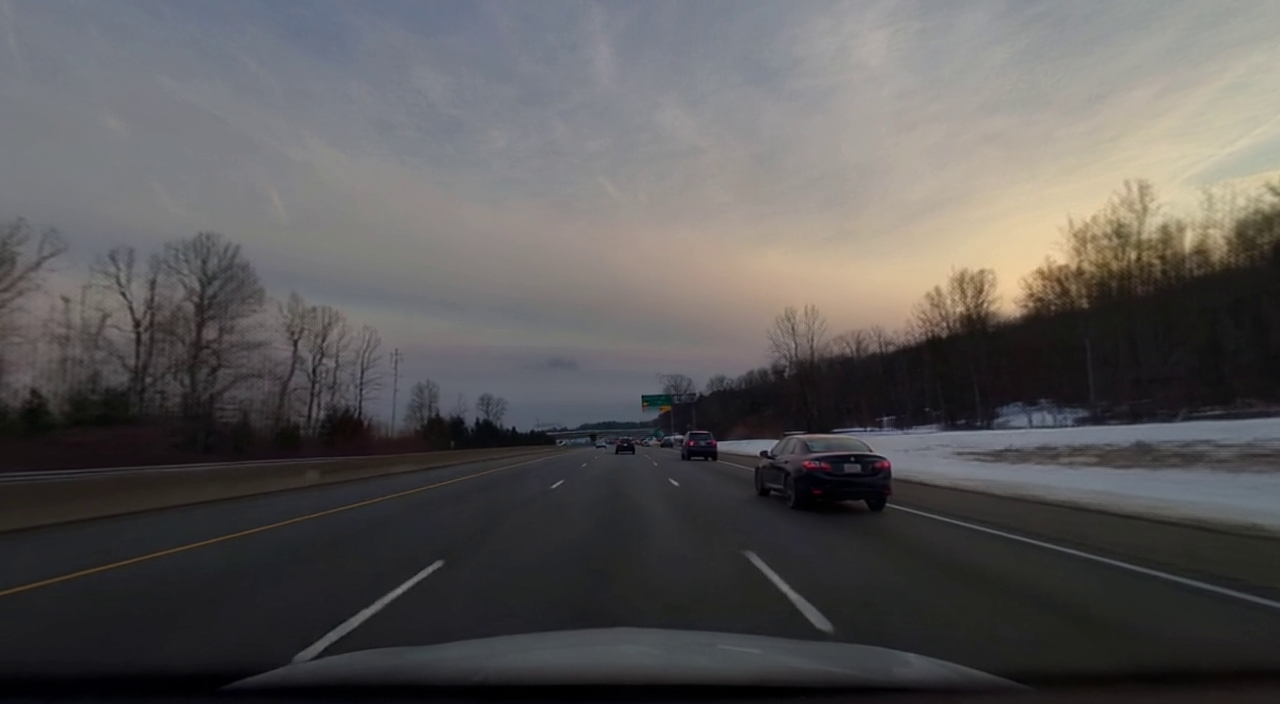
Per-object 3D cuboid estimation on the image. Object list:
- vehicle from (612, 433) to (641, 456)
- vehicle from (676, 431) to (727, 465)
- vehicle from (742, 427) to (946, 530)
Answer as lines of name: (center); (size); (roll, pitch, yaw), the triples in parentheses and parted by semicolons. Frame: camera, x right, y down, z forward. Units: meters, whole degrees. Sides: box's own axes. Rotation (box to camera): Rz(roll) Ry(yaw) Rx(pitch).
vehicle: (-1.097, 7.246, 49.291); (2.182, 1.680, 4.253); (0, -8, -2)
vehicle: (3.180, 5.089, 33.538); (2.098, 1.677, 4.275); (0, -8, -2)
vehicle: (3.376, 2.175, 11.599); (2.056, 1.479, 4.660); (0, -8, -2)
